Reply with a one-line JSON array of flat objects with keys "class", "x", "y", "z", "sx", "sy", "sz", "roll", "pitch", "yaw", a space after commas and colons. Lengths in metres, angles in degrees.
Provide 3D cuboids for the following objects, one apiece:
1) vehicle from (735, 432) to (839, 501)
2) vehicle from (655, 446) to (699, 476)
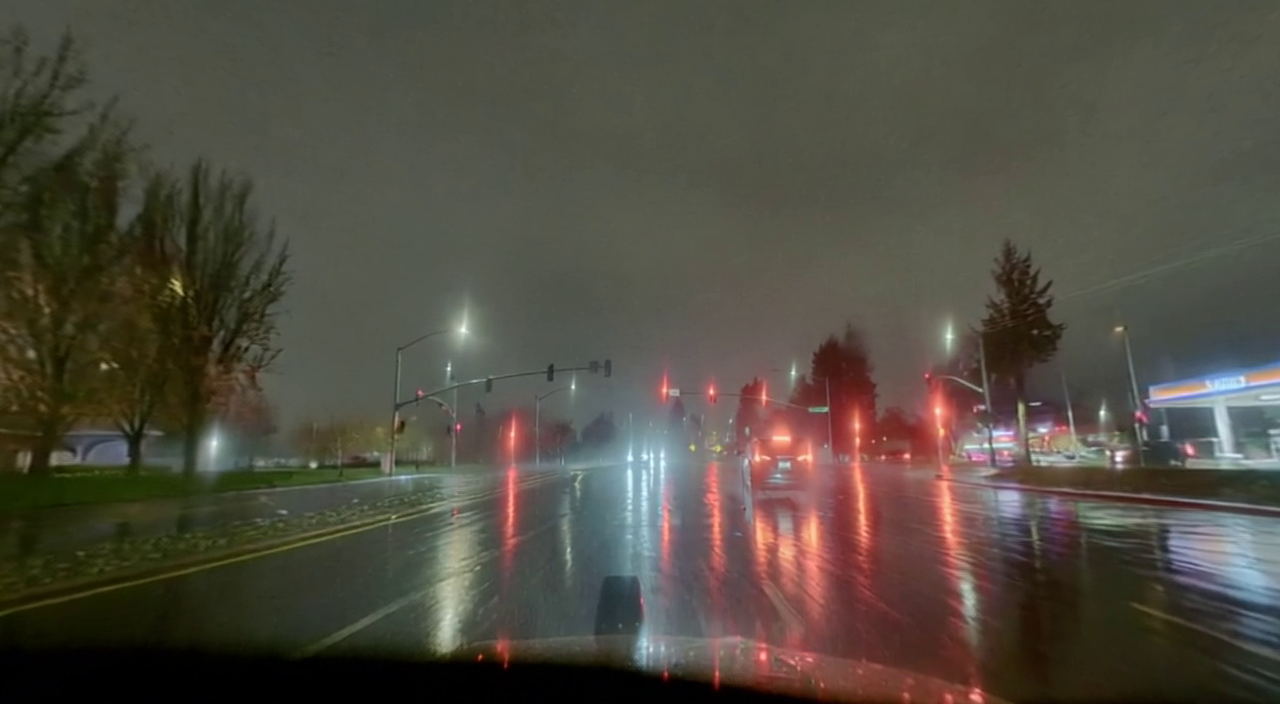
[{"class": "vehicle", "x": 4.061, "y": 3.227, "z": 18.139, "sx": 2.213, "sy": 1.715, "sz": 4.242, "roll": -1, "pitch": -9, "yaw": 4}, {"class": "vehicle", "x": 2.005, "y": 5.687, "z": 33.213, "sx": 2.100, "sy": 1.469, "sz": 3.872, "roll": -1, "pitch": -9, "yaw": 6}]
